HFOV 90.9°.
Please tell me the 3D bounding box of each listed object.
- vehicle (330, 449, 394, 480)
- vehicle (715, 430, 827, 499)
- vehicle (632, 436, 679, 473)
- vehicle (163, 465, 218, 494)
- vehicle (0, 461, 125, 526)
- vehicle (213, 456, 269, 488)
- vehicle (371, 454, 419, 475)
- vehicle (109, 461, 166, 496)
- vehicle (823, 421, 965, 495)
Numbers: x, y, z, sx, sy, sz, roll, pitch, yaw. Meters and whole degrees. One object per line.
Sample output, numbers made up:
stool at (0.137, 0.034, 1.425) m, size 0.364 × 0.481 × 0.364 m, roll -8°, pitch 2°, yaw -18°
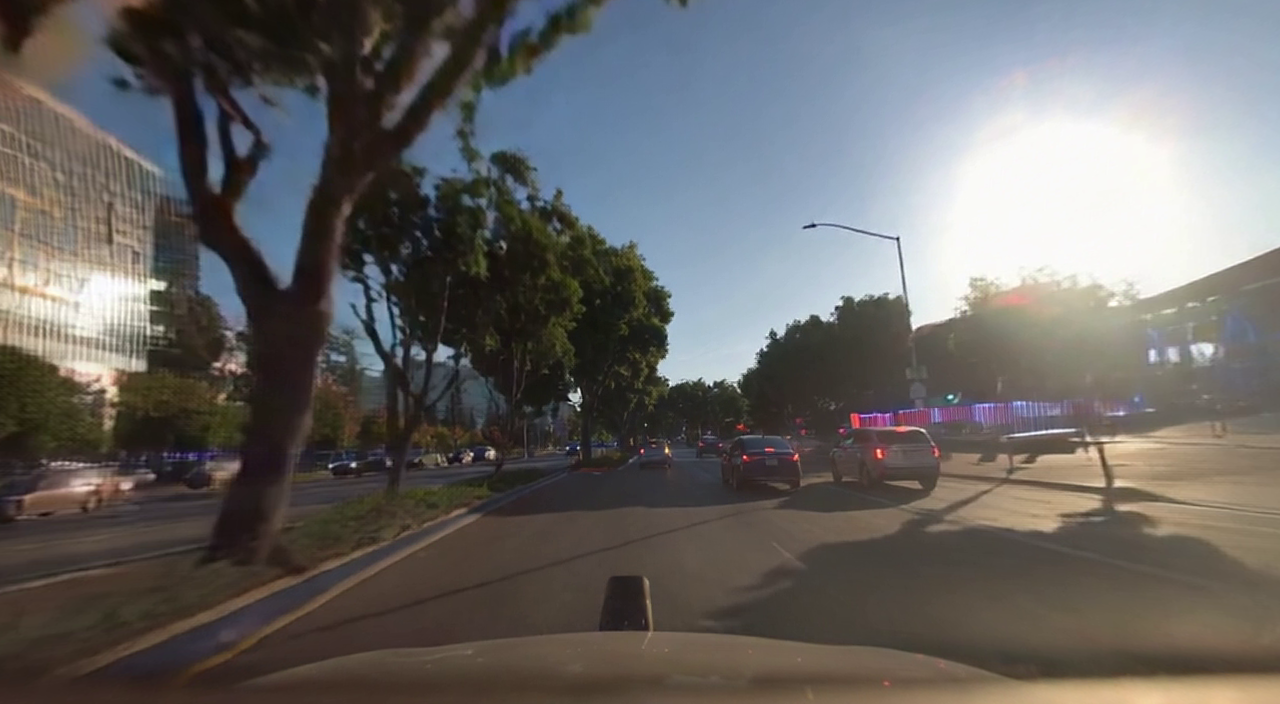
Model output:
vehicle at (-17.963, 7.266, 40.966) m, size 1.954 × 1.779 × 4.635 m, roll 0°, pitch -8°, yaw 0°
vehicle at (3.304, 2.931, 16.935) m, size 1.931 × 1.591 × 4.708 m, roll 0°, pitch -8°, yaw -1°
vehicle at (0.666, 4.916, 30.536) m, size 2.125 × 1.669 × 3.880 m, roll 0°, pitch -8°, yaw -1°
vehicle at (-27.388, 7.720, 38.522) m, size 1.989 × 1.476 × 4.088 m, roll 4°, pitch -9°, yaw -26°
vehicle at (-18.521, 4.188, 19.020) m, size 1.956 × 1.647 × 4.643 m, roll 0°, pitch -8°, yaw 1°
vehicle at (-24.564, 7.376, 38.948) m, size 2.076 × 1.688 × 4.635 m, roll 3°, pitch -9°, yaw -23°
vehicle at (-18.029, 8.260, 46.487) m, size 1.716 × 1.412 × 4.335 m, roll 0°, pitch -8°, yaw 1°
vehicle at (-30.632, 7.680, 38.549) m, size 1.944 × 1.794 × 4.468 m, roll 4°, pitch -9°, yaw -29°
vehicle at (6.881, 2.919, 17.766) m, size 1.963 × 1.783 × 4.722 m, roll 0°, pitch -8°, yaw -1°
